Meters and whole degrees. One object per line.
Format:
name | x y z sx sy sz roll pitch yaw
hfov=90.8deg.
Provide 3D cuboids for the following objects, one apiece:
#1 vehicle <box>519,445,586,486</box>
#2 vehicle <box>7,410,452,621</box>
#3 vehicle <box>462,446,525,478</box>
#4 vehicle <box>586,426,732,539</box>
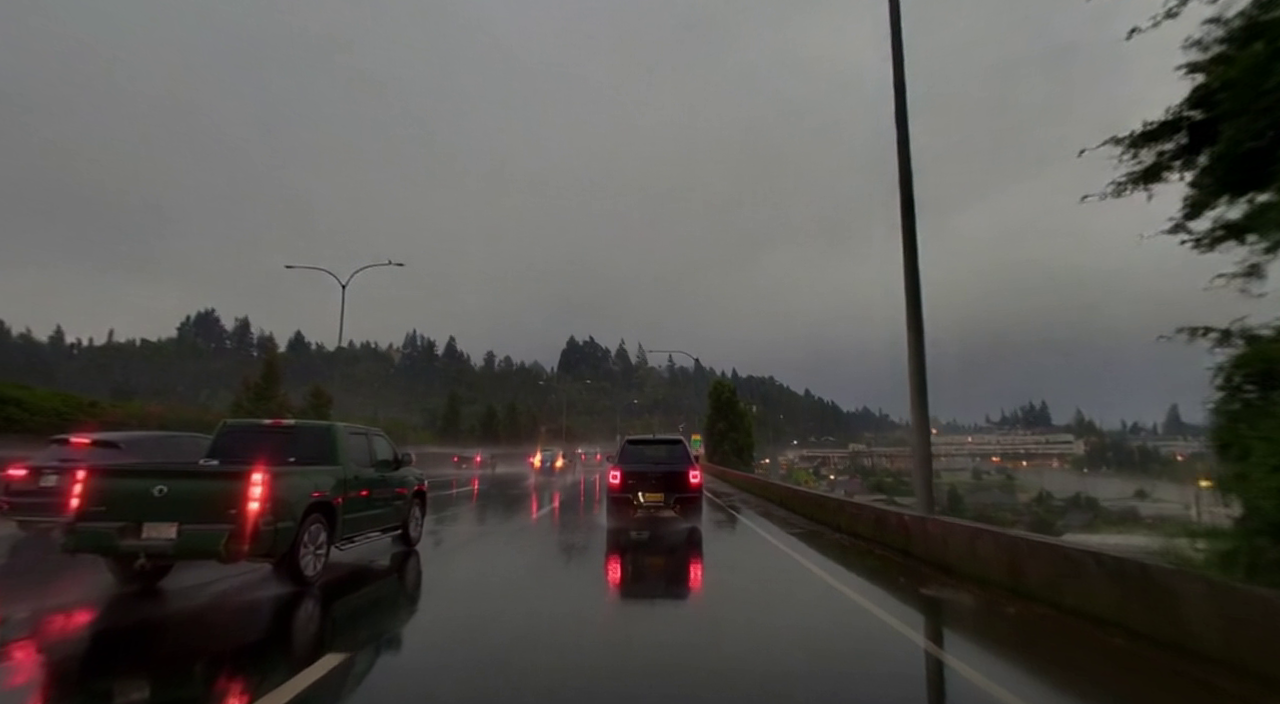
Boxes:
vehicle | -3.400 4.483 25.282 1.868 1.470 4.105 -1 -9 4
vehicle | -4.036 1.661 7.398 2.076 1.688 4.334 -1 -9 4
vehicle | -7.284 5.489 31.802 1.856 1.459 4.251 -1 -9 4
vehicle | 0.327 2.339 11.971 2.235 1.716 4.435 0 -9 1
